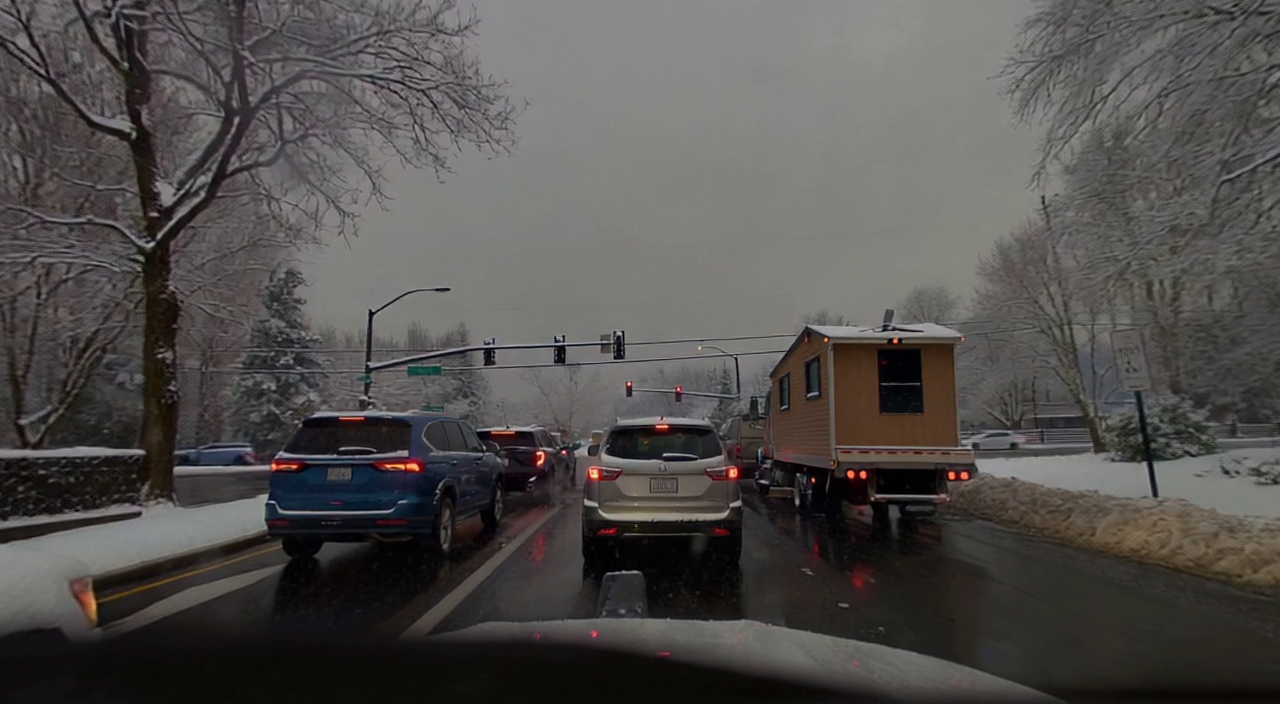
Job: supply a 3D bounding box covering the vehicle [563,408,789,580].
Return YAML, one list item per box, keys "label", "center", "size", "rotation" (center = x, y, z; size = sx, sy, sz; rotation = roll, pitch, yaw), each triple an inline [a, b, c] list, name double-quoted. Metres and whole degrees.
- label: "vehicle"
  center: [0.349, 1.698, 8.304]
  size: [2.189, 1.649, 4.171]
  rotation: [0, -9, 0]

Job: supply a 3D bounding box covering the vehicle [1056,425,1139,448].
- label: "vehicle"
  center: [33.124, 6.160, 45.902]
  size: [4.671, 1.595, 1.824]
  rotation: [-5, -10, 31]

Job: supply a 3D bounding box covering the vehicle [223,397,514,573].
- label: "vehicle"
  center: [-3.273, 1.714, 8.839]
  size: [2.085, 1.812, 4.388]
  rotation: [0, -9, 0]

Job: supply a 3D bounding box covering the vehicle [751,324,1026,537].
- label: "vehicle"
  center: [3.674, 1.408, 11.009]
  size: [2.531, 2.750, 5.595]
  rotation: [0, -8, 1]

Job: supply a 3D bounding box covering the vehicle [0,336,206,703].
- label: "vehicle"
  center: [-3.431, 0.669, 1.463]
  size: [1.952, 1.730, 4.116]
  rotation: [0, -9, -1]
